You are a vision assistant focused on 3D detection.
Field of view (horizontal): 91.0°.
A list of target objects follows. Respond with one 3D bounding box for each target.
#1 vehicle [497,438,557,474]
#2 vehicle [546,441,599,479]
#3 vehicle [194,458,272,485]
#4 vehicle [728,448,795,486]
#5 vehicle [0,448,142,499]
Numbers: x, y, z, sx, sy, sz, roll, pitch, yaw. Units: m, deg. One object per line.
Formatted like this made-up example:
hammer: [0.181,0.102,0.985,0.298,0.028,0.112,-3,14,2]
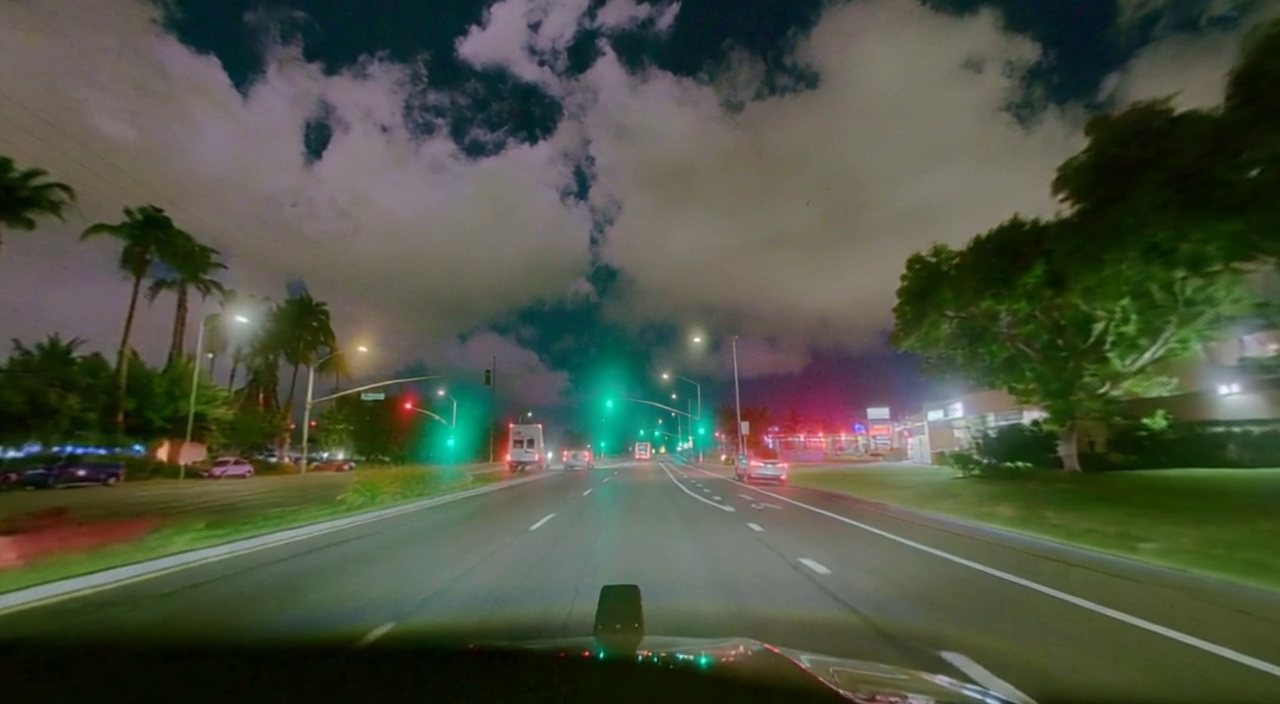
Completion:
vehicle: [-6.825,6.407,38.915,2.457,2.010,6.330,0,-9,1]
vehicle: [-3.393,5.572,32.600,2.116,1.806,4.516,0,-9,2]
vehicle: [-25.397,7.450,39.504,1.838,1.516,4.484,0,-9,1]
vehicle: [5.195,4.985,27.500,1.994,1.507,4.173,0,-9,-2]
vehicle: [-25.125,5.207,27.521,2.116,1.947,5.507,0,-9,0]
